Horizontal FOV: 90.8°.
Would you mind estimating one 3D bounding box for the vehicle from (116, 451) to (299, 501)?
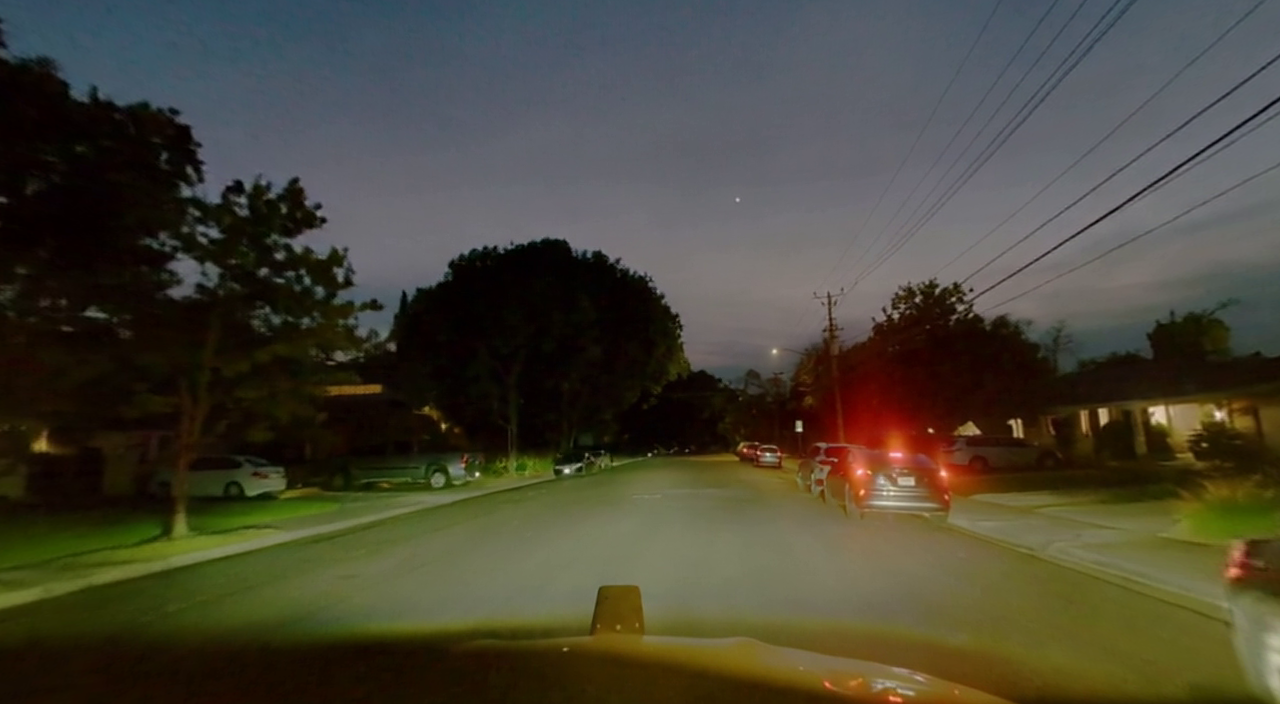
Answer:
[{"bbox_3d":[-13.325,3.816,19.645,4.481,1.420,1.712,0,-8,4],"label":"vehicle"}]

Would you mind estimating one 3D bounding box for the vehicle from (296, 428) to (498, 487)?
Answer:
[{"bbox_3d":[-8.809,3.842,23.302,6.488,2.009,2.354,-1,-8,6],"label":"vehicle"}]

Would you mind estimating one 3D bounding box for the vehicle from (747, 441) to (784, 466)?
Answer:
[{"bbox_3d":[7.665,6.222,38.865,1.743,1.440,3.732,-1,-8,4],"label":"vehicle"}]

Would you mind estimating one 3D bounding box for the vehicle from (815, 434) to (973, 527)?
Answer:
[{"bbox_3d":[4.592,2.332,12.063,1.845,1.453,3.792,-1,-8,7],"label":"vehicle"}]

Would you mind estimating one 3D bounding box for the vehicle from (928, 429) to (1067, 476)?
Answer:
[{"bbox_3d":[13.269,3.742,23.683,4.075,1.674,1.811,-1,-9,8],"label":"vehicle"}]

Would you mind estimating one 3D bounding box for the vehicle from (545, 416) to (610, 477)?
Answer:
[{"bbox_3d":[-3.125,4.962,33.283,2.199,2.902,5.848,-1,-8,6],"label":"vehicle"}]
